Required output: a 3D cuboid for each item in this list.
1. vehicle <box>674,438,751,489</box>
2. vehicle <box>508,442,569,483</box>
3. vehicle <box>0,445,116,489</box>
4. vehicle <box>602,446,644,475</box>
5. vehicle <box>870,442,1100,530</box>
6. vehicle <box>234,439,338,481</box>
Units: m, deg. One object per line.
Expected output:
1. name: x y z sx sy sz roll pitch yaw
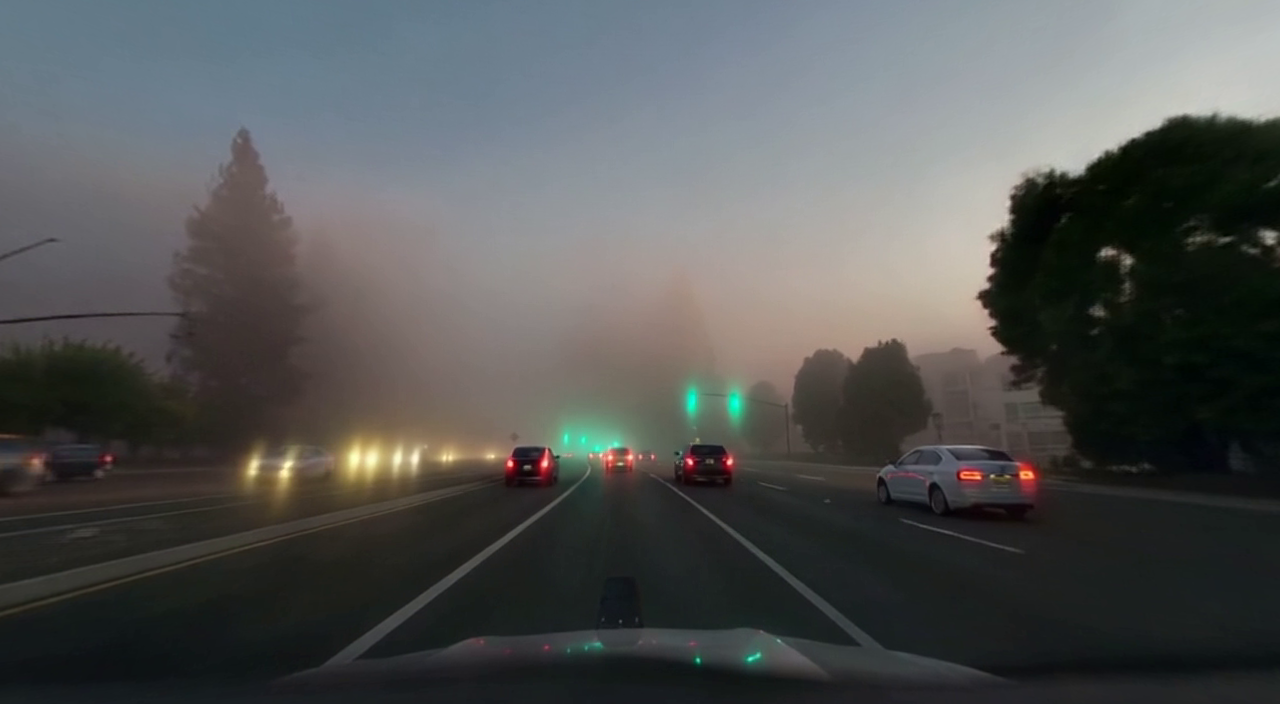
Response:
1. vehicle: 2.587 4.110 23.730 2.161 1.716 4.194 0 -8 -4
2. vehicle: -4.485 4.922 28.457 2.172 1.671 4.175 0 -8 -2
3. vehicle: -22.493 4.225 23.603 1.919 1.462 4.580 0 -8 -1
4. vehicle: -0.983 5.908 34.636 2.155 1.486 4.403 0 -8 -3
5. vehicle: 6.388 2.490 12.414 1.945 1.408 4.288 0 -8 -3
6. vehicle: -15.368 4.689 27.759 1.970 1.650 4.507 0 -8 -1
